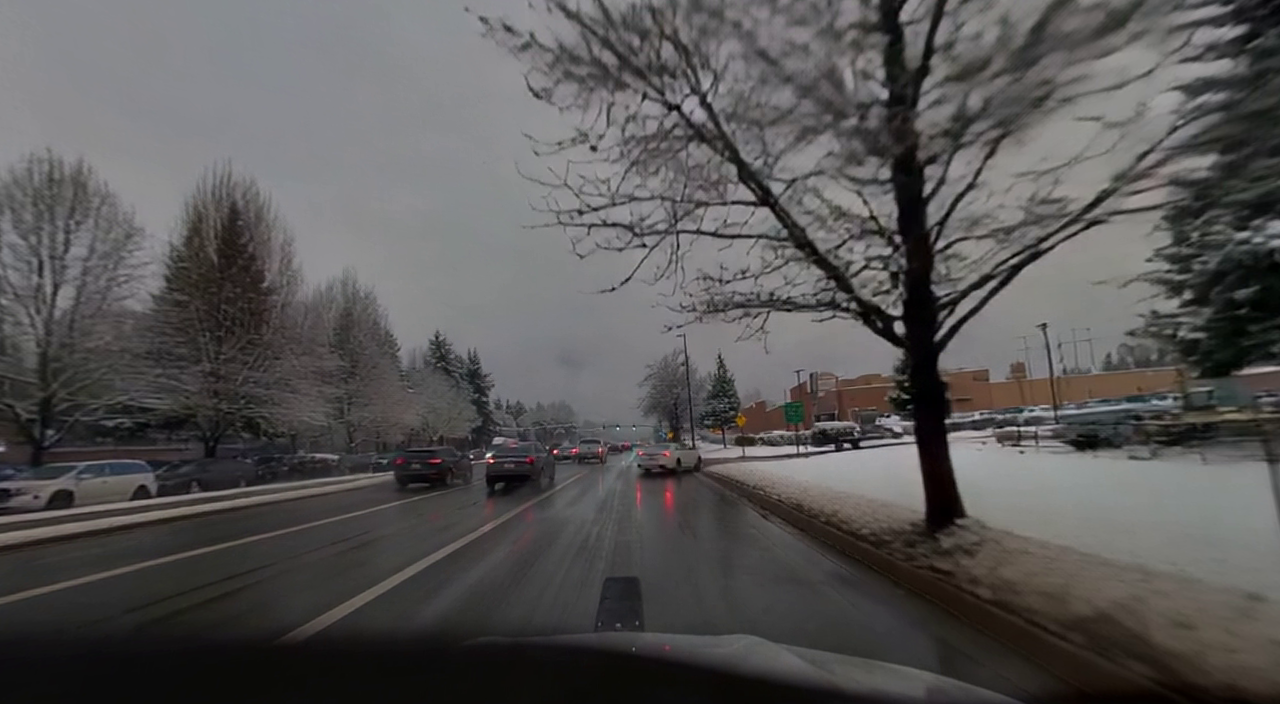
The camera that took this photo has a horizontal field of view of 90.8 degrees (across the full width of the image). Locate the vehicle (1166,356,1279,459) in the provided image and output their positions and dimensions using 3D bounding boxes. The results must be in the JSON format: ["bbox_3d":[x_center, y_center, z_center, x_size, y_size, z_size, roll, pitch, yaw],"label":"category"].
[{"bbox_3d":[13.485,1.062,11.512,5.633,1.705,2.433,0,-8,-1],"label":"vehicle"}]

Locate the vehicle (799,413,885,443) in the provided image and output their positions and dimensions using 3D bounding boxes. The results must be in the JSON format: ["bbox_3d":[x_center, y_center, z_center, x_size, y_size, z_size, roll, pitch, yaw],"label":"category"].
[{"bbox_3d":[13.893,5.308,43.757,5.161,1.993,2.293,0,-8,2],"label":"vehicle"}]

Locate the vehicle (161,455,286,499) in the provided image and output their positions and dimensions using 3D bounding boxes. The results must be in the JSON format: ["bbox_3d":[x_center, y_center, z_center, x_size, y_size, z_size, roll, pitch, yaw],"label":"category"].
[{"bbox_3d":[-16.841,5.046,25.909,1.923,1.543,4.687,0,-8,0],"label":"vehicle"}]

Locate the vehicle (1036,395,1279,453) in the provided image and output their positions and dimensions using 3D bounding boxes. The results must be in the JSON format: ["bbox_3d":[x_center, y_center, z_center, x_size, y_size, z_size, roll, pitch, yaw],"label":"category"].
[{"bbox_3d":[14.020,2.000,17.222,4.993,1.487,2.064,0,-8,0],"label":"vehicle"}]

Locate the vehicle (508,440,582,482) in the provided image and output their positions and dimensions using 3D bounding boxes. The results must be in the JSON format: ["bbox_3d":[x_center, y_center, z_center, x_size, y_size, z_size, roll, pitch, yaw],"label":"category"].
[{"bbox_3d":[-3.680,4.297,25.279,2.235,1.500,4.420,0,-8,0],"label":"vehicle"}]

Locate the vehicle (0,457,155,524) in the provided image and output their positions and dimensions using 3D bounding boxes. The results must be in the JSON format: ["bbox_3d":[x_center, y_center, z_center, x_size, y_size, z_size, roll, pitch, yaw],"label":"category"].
[{"bbox_3d":[-16.828,3.913,18.402,1.858,1.612,4.398,0,-8,0],"label":"vehicle"}]

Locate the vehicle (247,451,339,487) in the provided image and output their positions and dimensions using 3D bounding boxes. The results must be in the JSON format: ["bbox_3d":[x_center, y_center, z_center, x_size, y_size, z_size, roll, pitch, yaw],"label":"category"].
[{"bbox_3d":[-17.445,5.865,32.044,2.084,1.624,4.486,0,-8,0],"label":"vehicle"}]

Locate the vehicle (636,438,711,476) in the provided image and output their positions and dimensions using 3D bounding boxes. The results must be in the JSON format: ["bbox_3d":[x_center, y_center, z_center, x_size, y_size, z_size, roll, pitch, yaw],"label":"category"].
[{"bbox_3d":[1.575,4.590,27.856,2.208,1.513,4.504,-3,-9,18],"label":"vehicle"}]

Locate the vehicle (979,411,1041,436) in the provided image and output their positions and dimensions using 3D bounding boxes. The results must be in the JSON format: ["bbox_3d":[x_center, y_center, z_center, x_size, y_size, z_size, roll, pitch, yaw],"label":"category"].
[{"bbox_3d":[27.156,5.326,46.510,1.992,1.498,4.667,-5,-9,5],"label":"vehicle"}]

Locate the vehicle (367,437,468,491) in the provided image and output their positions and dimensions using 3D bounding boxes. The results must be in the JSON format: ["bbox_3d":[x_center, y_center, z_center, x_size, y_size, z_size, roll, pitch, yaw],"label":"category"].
[{"bbox_3d":[-7.945,4.023,23.083,2.054,1.744,4.422,0,-8,0],"label":"vehicle"}]

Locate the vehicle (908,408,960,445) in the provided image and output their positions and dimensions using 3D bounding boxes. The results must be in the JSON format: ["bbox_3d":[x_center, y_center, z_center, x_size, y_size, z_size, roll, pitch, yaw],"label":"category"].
[{"bbox_3d":[18.219,4.725,39.418,2.569,2.081,6.193,-4,-9,23],"label":"vehicle"}]
